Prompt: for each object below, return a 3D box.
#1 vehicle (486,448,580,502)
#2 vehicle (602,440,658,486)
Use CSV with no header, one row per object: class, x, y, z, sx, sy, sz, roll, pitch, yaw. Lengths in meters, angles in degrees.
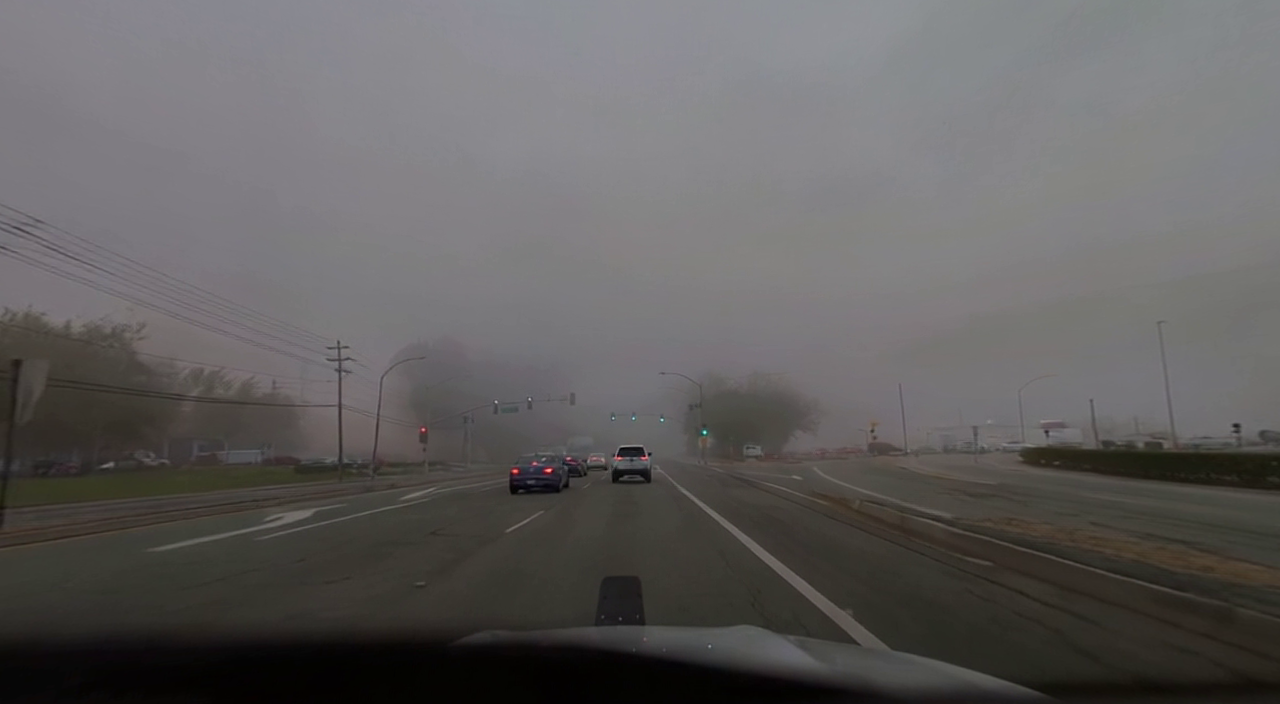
vehicle,-3.183,3.756,19.827,2.064,1.464,4.373,0,-8,2
vehicle,-0.382,4.806,27.743,2.276,1.850,3.897,0,-8,1
